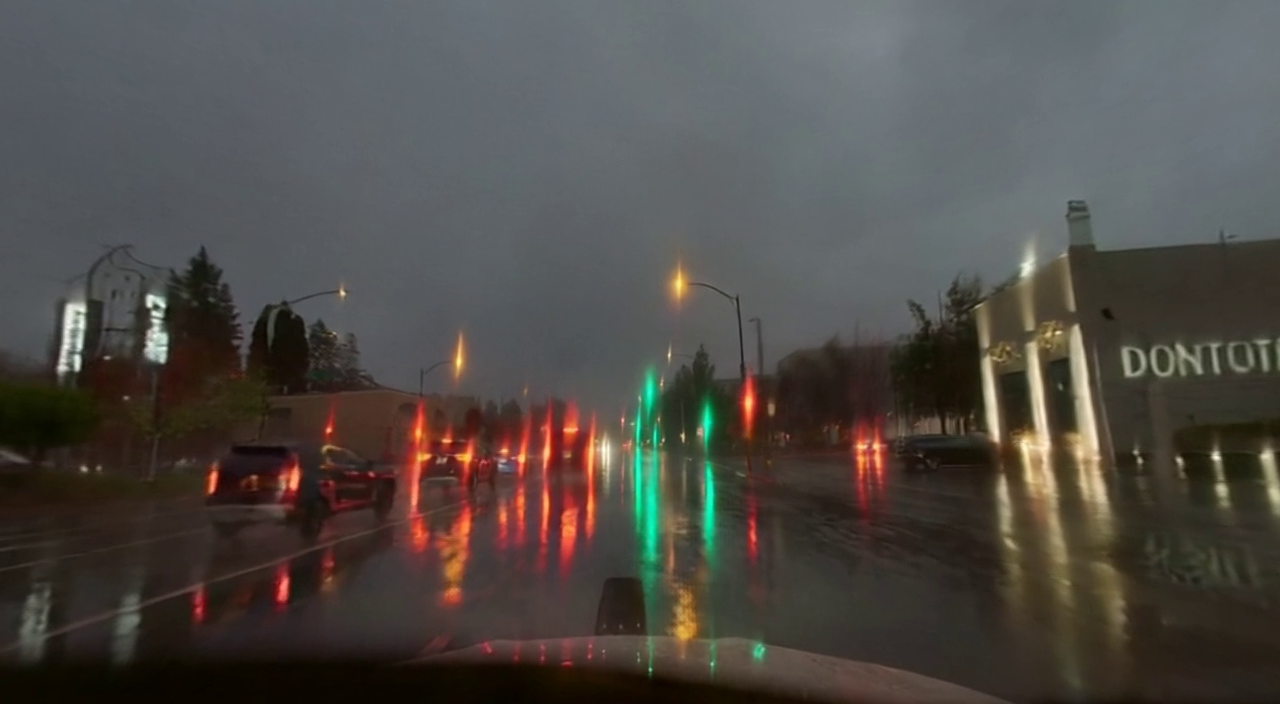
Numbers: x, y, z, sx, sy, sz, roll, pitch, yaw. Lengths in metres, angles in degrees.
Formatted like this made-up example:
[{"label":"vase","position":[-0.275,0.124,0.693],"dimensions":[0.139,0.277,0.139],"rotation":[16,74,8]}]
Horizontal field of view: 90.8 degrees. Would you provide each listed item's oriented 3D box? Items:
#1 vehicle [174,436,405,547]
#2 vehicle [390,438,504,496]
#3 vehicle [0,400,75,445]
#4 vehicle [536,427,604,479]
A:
[{"label":"vehicle","position":[-5.705,2.265,10.906],"dimensions":[1.889,1.572,3.599],"rotation":[0,-8,0]},{"label":"vehicle","position":[-6.016,3.630,20.372],"dimensions":[2.228,1.652,4.593],"rotation":[0,-8,0]},{"label":"vehicle","position":[-25.566,2.883,25.488],"dimensions":[3.618,1.730,1.821],"rotation":[0,-8,-2]},{"label":"vehicle","position":[-3.044,4.568,28.823],"dimensions":[2.496,2.155,5.468],"rotation":[0,-8,0]}]
